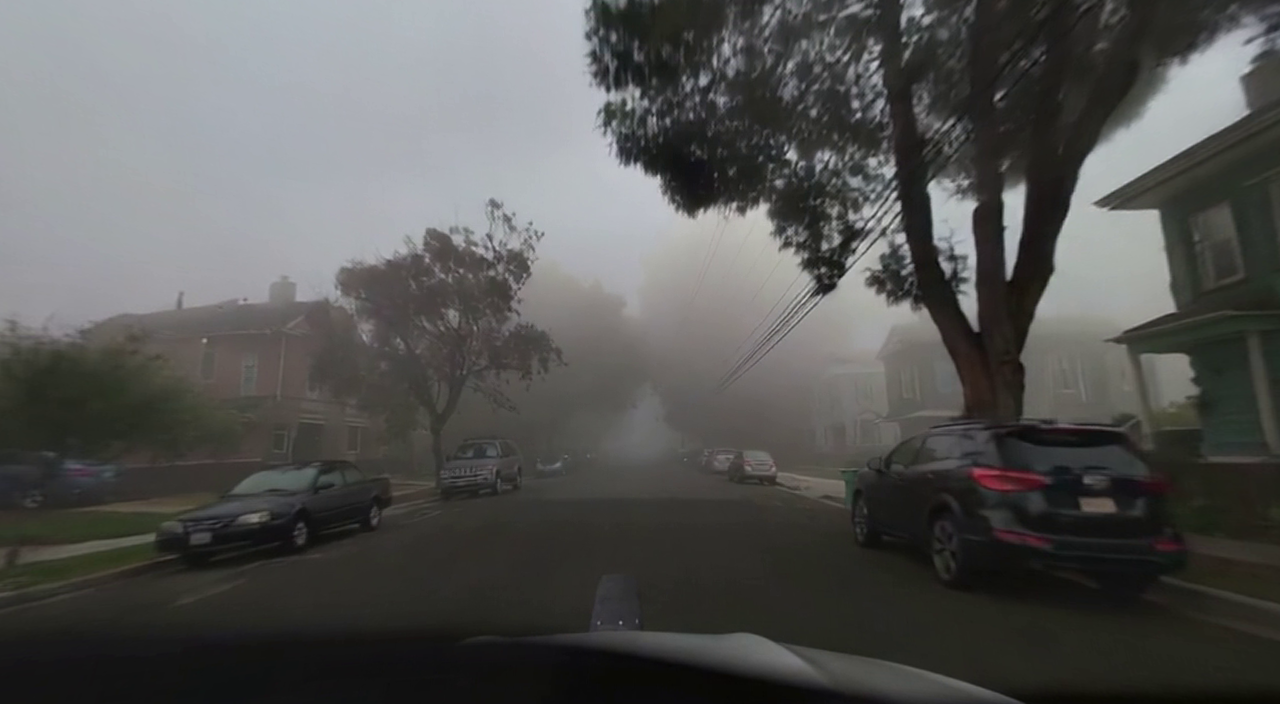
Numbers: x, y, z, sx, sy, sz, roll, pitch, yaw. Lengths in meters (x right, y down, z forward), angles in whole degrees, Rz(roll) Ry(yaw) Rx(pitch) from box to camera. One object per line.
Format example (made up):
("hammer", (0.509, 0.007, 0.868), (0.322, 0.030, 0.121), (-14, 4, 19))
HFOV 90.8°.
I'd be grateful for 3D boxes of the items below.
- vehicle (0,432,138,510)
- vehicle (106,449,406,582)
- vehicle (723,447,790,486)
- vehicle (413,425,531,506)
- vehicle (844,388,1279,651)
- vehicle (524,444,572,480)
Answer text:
("vehicle", (-16.320, 2.857, 15.606), (5.908, 1.762, 2.107), (1, -9, -1))
("vehicle", (-5.331, 2.260, 9.651), (1.824, 1.417, 4.395), (-2, -8, 0))
("vehicle", (4.583, 4.560, 25.541), (1.893, 1.437, 4.369), (0, -9, 0))
("vehicle", (-5.150, 3.551, 20.328), (2.242, 2.135, 5.566), (-2, -8, 0))
("vehicle", (3.849, 1.455, 6.514), (2.049, 1.776, 4.285), (0, -9, 0))
("vehicle", (-5.004, 5.983, 34.758), (1.873, 1.709, 4.206), (-4, -8, 0))
